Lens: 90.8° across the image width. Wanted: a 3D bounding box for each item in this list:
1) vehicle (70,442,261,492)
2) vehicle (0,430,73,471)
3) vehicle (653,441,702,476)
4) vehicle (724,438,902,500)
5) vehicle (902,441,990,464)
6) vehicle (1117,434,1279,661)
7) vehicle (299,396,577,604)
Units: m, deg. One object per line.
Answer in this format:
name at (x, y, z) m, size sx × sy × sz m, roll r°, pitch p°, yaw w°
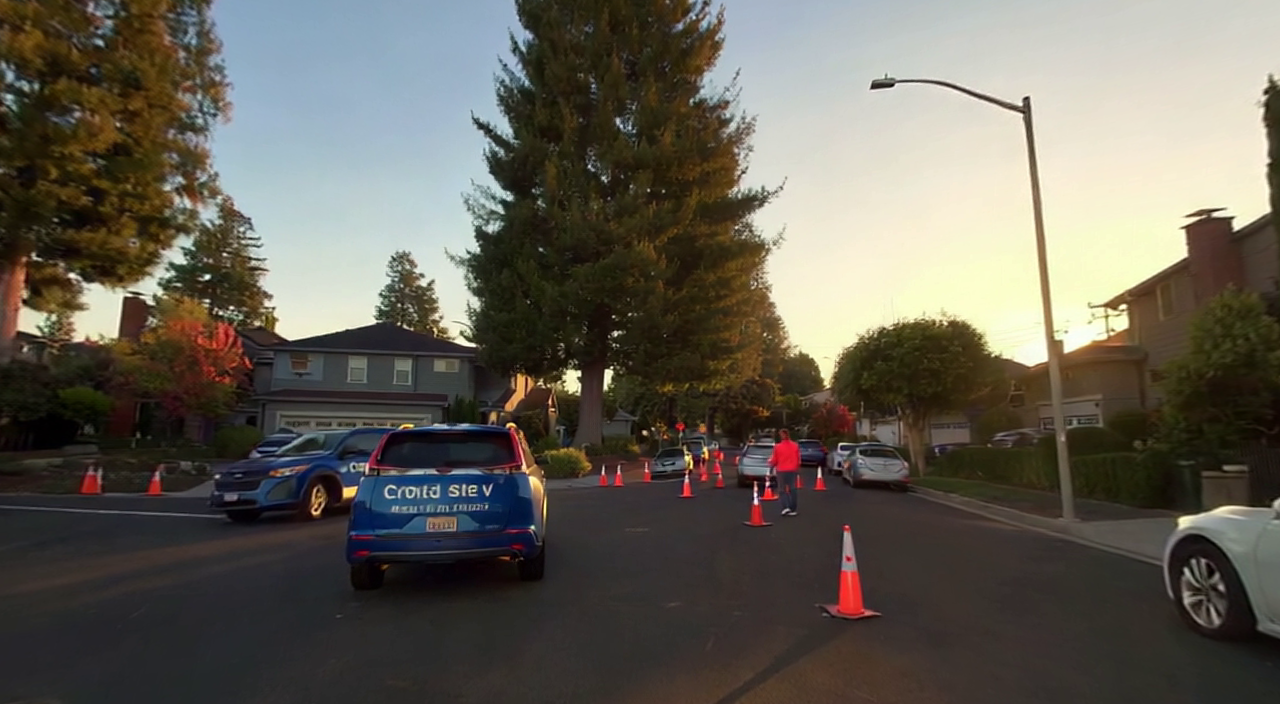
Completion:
vehicle at (-15.273, 3.673, 20.427) m, size 5.022 × 1.497 × 1.996 m, roll -2°, pitch -9°, yaw 12°
vehicle at (-30.795, 4.811, 30.881) m, size 1.908 × 1.898 × 4.120 m, roll -2°, pitch -9°, yaw 10°
vehicle at (2.085, 5.651, 33.850) m, size 2.014 × 1.742 × 4.297 m, roll -2°, pitch -9°, yaw 12°
vehicle at (5.090, 3.364, 18.686) m, size 4.656 × 1.577 × 2.099 m, roll 2°, pitch -8°, yaw -20°
vehicle at (20.982, 6.907, 43.497) m, size 5.066 × 1.534 × 1.905 m, roll -1°, pitch -9°, yaw 7°
vehicle at (5.011, 1.184, 3.436) m, size 1.808 × 1.490 × 4.711 m, roll -2°, pitch -9°, yaw 10°
vehicle at (-2.345, 1.592, 7.702) m, size 2.350 × 1.748 × 4.094 m, roll 3°, pitch -9°, yaw -17°
